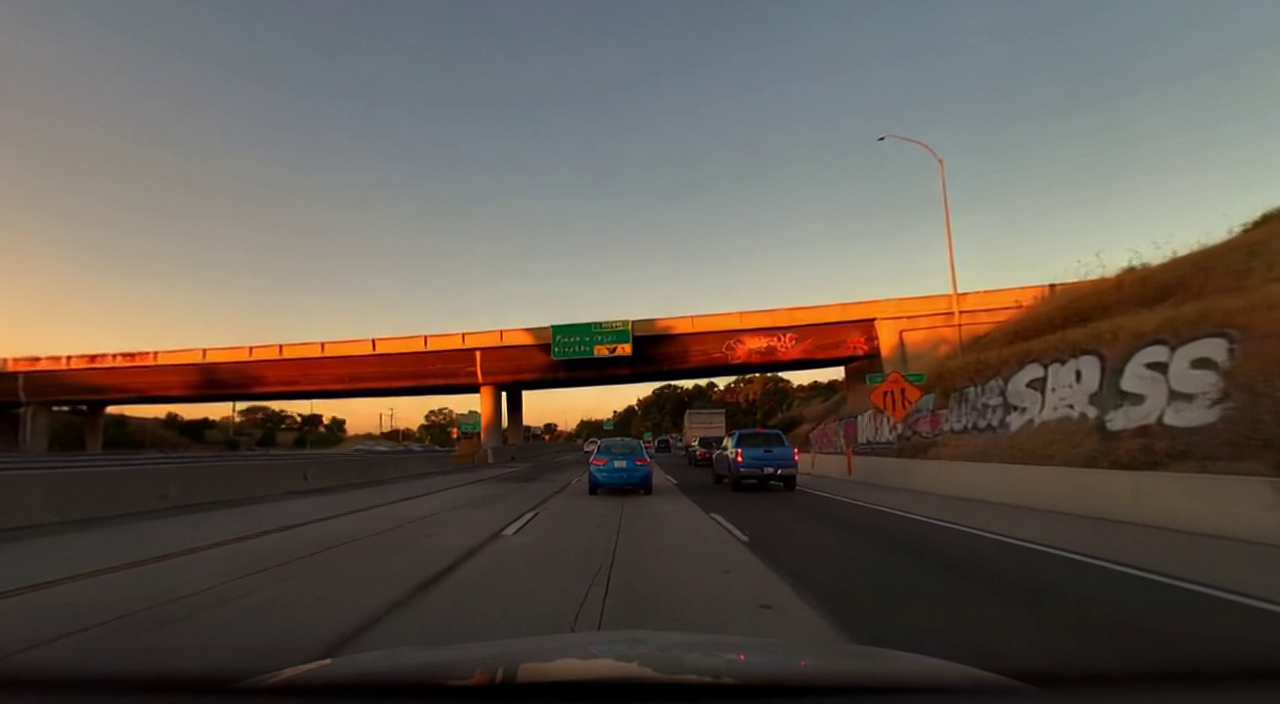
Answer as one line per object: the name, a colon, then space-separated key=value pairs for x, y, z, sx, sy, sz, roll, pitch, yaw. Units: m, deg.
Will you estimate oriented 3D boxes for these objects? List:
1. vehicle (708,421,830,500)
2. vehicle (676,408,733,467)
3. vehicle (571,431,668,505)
vehicle: x=3.491 y=3.104 z=18.544 sx=2.311 sy=1.922 sz=5.977 roll=0 pitch=-8 yaw=0
vehicle: x=3.952 y=5.500 z=40.315 sx=2.873 sy=3.408 sz=7.323 roll=0 pitch=-8 yaw=0
vehicle: x=-0.457 y=2.902 z=16.210 sx=2.193 sy=1.651 sz=3.946 roll=0 pitch=-8 yaw=0
